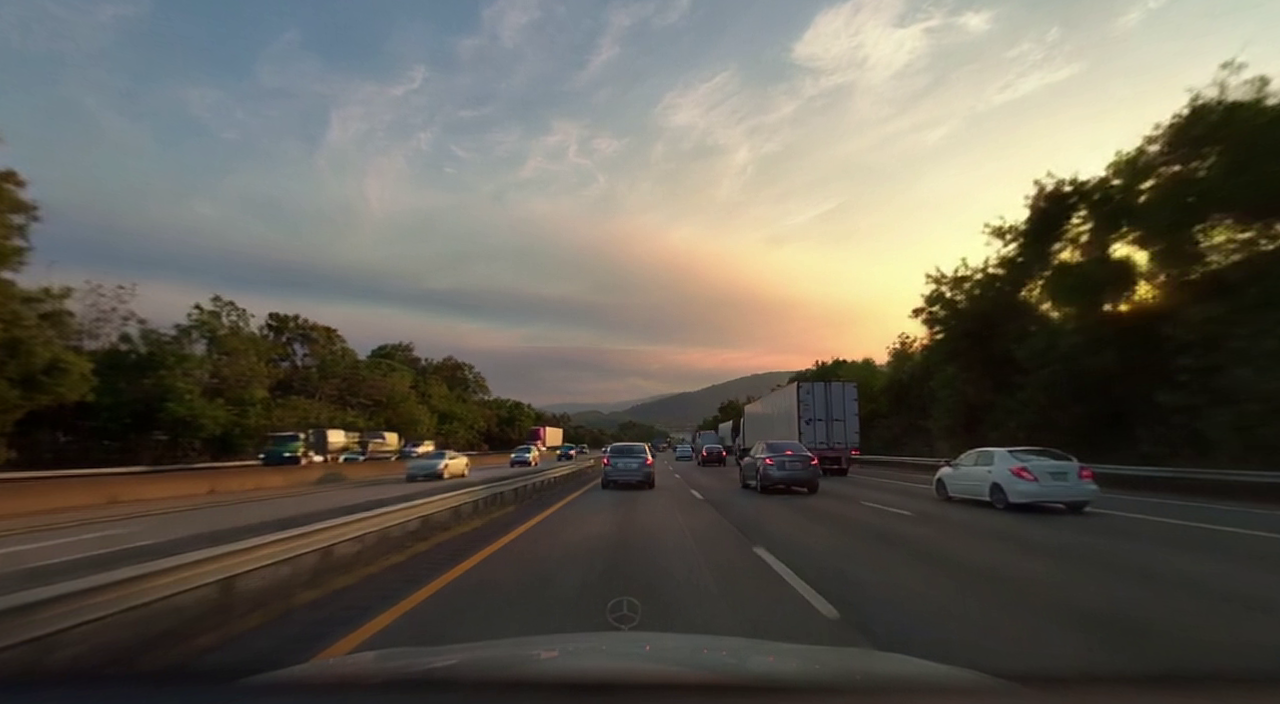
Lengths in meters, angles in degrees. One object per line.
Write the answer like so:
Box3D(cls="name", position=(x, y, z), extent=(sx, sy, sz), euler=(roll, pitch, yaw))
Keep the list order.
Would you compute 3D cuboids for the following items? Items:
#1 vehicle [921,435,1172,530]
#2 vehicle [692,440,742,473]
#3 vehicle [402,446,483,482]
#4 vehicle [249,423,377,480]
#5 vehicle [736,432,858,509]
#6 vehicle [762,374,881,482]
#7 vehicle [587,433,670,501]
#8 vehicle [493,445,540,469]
Box3D(cls="vehicle", position=(7.336, 2.385, 12.051), extent=(1.951, 1.467, 4.173), euler=(0, -9, -1))
Box3D(cls="vehicle", position=(4.049, 5.591, 33.825), extent=(2.150, 1.632, 4.260), euler=(0, -9, 0))
Box3D(cls="vehicle", position=(-8.795, 5.034, 28.538), extent=(2.053, 1.476, 4.544), euler=(-1, -9, 2))
Box3D(cls="vehicle", position=(-16.131, 5.022, 31.857), extent=(2.537, 2.511, 7.298), euler=(0, -9, 0))
Box3D(cls="vehicle", position=(3.621, 2.817, 15.348), extent=(1.920, 1.594, 3.867), euler=(0, -9, -1))
Box3D(cls="vehicle", position=(7.673, 3.501, 28.164), extent=(2.823, 4.063, 8.485), euler=(0, -9, 1))
Box3D(cls="vehicle", position=(-0.251, 3.086, 17.231), extent=(2.023, 1.618, 3.628), euler=(0, -9, 1))
Box3D(cls="vehicle", position=(-7.974, 6.829, 41.193), extent=(2.106, 1.494, 4.170), euler=(0, -9, 1))
